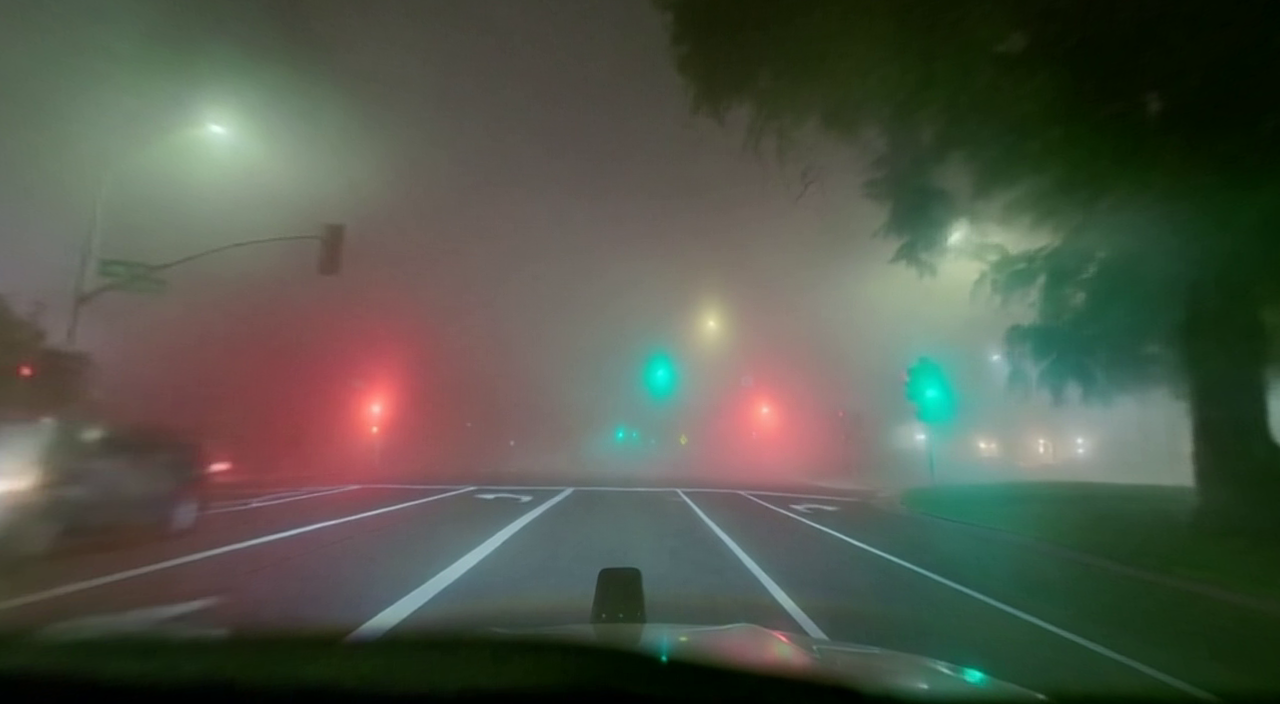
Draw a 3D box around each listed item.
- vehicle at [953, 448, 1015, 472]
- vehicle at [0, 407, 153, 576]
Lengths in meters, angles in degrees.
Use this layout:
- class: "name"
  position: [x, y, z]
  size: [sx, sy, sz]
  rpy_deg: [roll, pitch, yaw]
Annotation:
- class: "vehicle"
  position: [26.565, 8.323, 48.788]
  size: [3.878, 1.462, 1.783]
  rpy_deg: [5, -7, -5]
- class: "vehicle"
  position: [-7.689, 1.408, 6.291]
  size: [2.091, 1.727, 4.413]
  rpy_deg: [0, -8, 0]
